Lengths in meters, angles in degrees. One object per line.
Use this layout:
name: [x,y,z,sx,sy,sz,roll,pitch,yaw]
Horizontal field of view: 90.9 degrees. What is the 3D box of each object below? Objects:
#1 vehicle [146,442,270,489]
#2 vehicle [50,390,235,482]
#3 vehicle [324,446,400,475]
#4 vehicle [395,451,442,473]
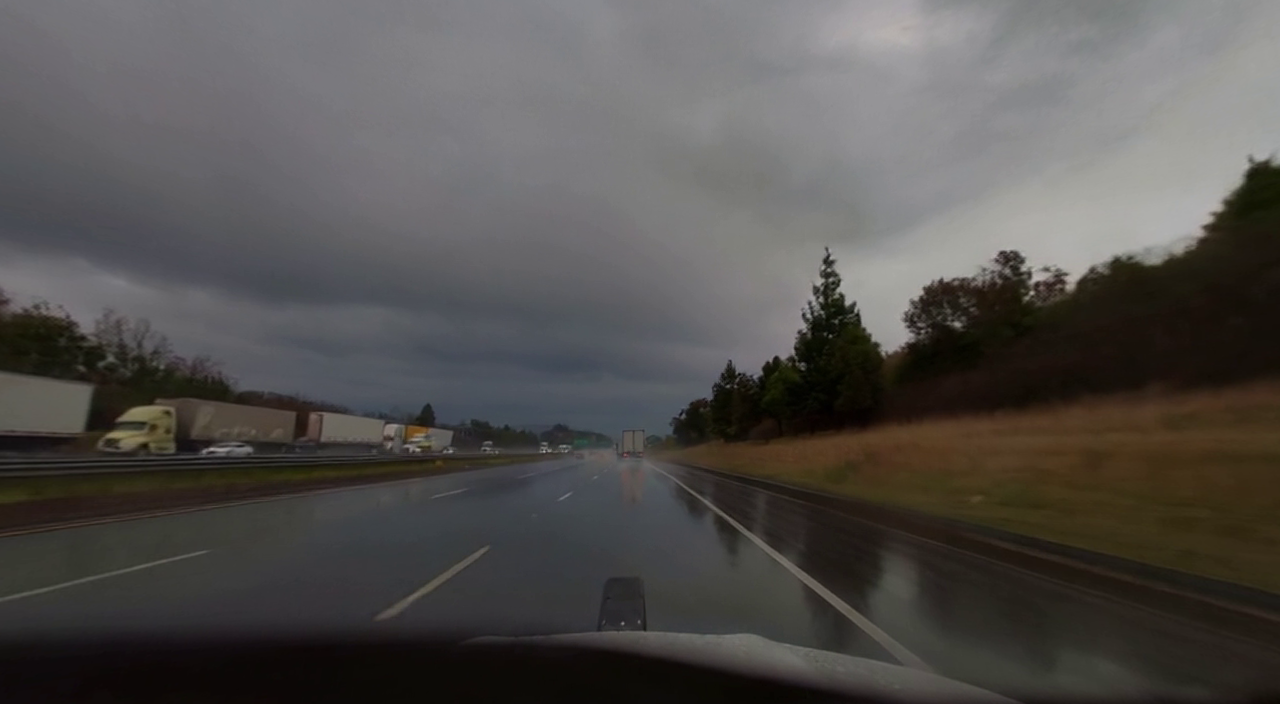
vehicle: [-15.296,4.034,22.581,1.699,1.513,3.748,0,-9,1]
vehicle: [-23.690,4.153,30.703,2.971,3.926,7.189,0,-9,-1]
vehicle: [-15.408,6.038,35.235,2.155,1.506,4.541,0,-9,0]
vehicle: [-15.382,7.629,43.983,1.827,1.416,3.911,0,-9,0]
